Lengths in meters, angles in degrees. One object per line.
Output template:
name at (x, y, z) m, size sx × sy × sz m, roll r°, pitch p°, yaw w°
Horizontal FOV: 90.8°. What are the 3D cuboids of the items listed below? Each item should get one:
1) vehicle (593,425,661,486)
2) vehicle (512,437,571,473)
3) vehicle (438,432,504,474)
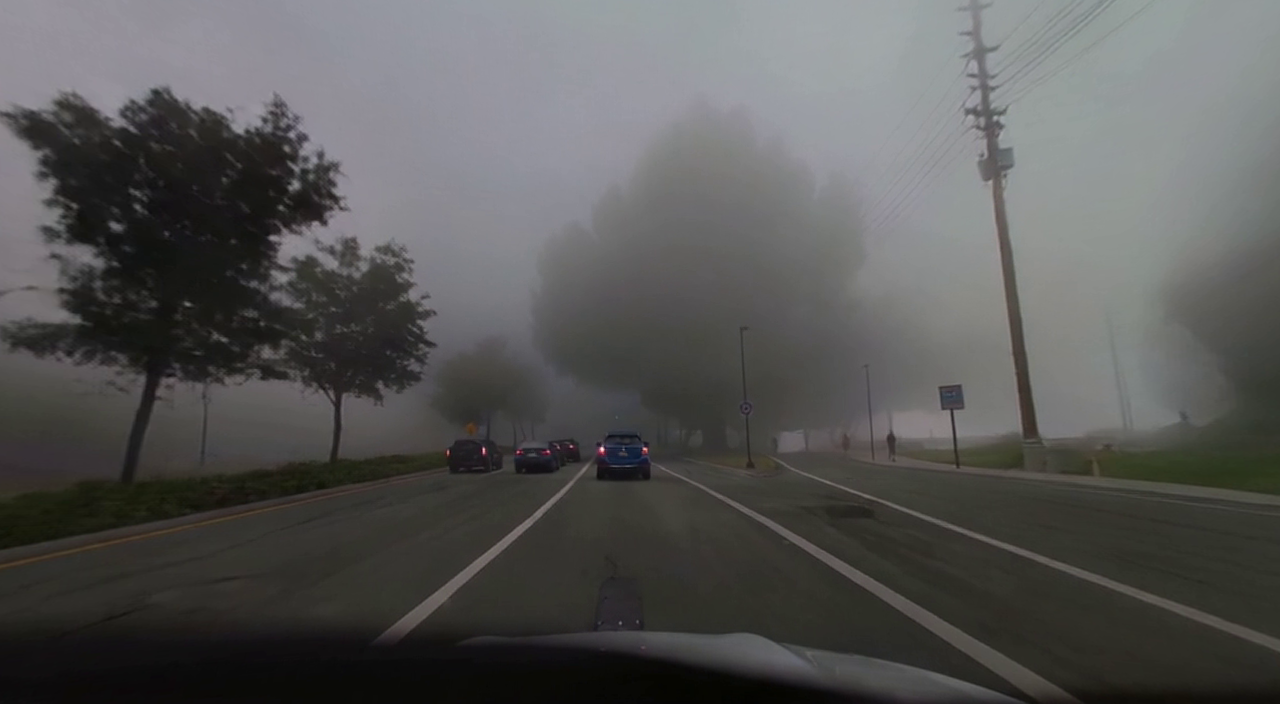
vehicle at (-0.445, 3.320, 20.545) m, size 2.012 × 1.769 × 3.897 m, roll 0°, pitch -8°, yaw -2°
vehicle at (-4.348, 4.628, 28.610) m, size 2.087 × 1.485 × 4.452 m, roll 0°, pitch -8°, yaw -2°
vehicle at (-7.196, 4.334, 27.282) m, size 1.860 × 1.634 × 4.089 m, roll 0°, pitch -8°, yaw -2°
